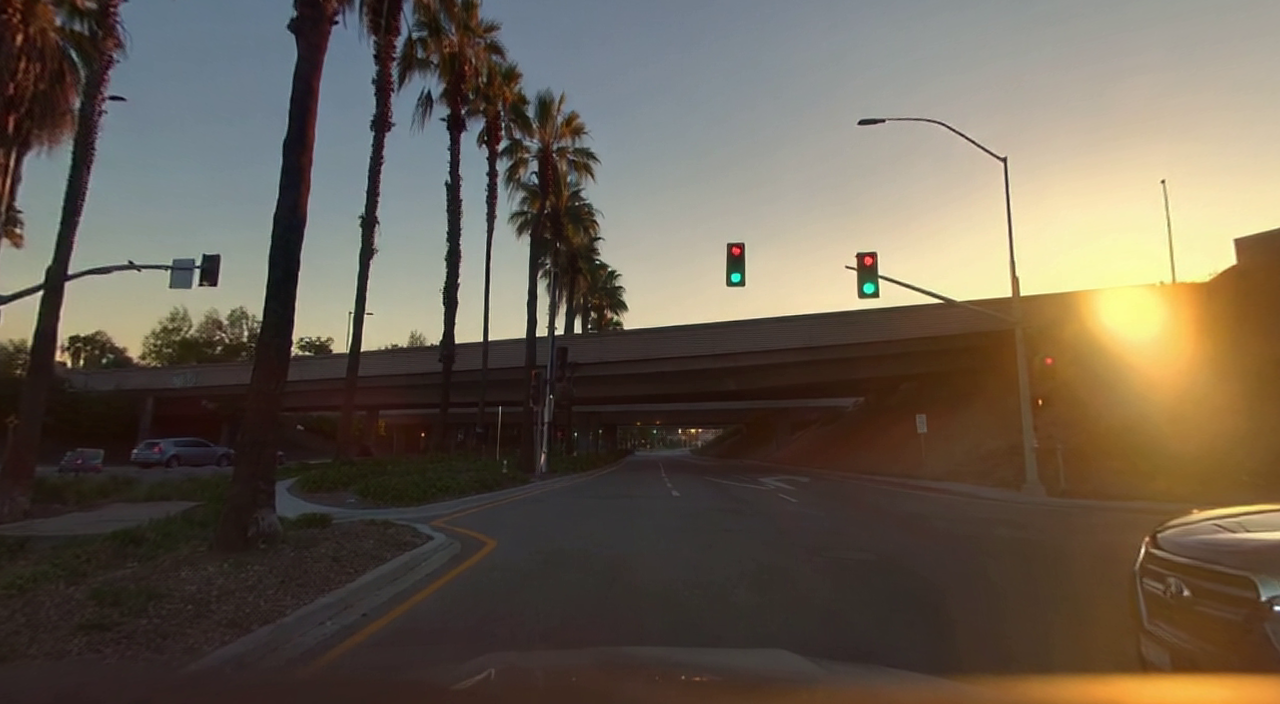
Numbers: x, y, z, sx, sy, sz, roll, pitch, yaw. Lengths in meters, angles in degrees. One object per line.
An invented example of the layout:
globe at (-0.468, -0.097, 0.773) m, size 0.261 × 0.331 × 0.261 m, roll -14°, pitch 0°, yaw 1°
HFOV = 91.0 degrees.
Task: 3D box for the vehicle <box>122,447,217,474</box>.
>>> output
vehicle at (-26.565, 6.111, 35.754) m, size 1.830 × 1.443 × 4.551 m, roll 0°, pitch -9°, yaw 2°

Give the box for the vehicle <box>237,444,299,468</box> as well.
vehicle at (-26.271, 7.342, 44.580) m, size 1.941 × 1.631 × 4.017 m, roll 0°, pitch -9°, yaw 0°

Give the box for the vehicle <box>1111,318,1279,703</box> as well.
vehicle at (3.449, 0.522, 0.788) m, size 2.028 × 1.770 × 4.737 m, roll 0°, pitch -9°, yaw 0°
